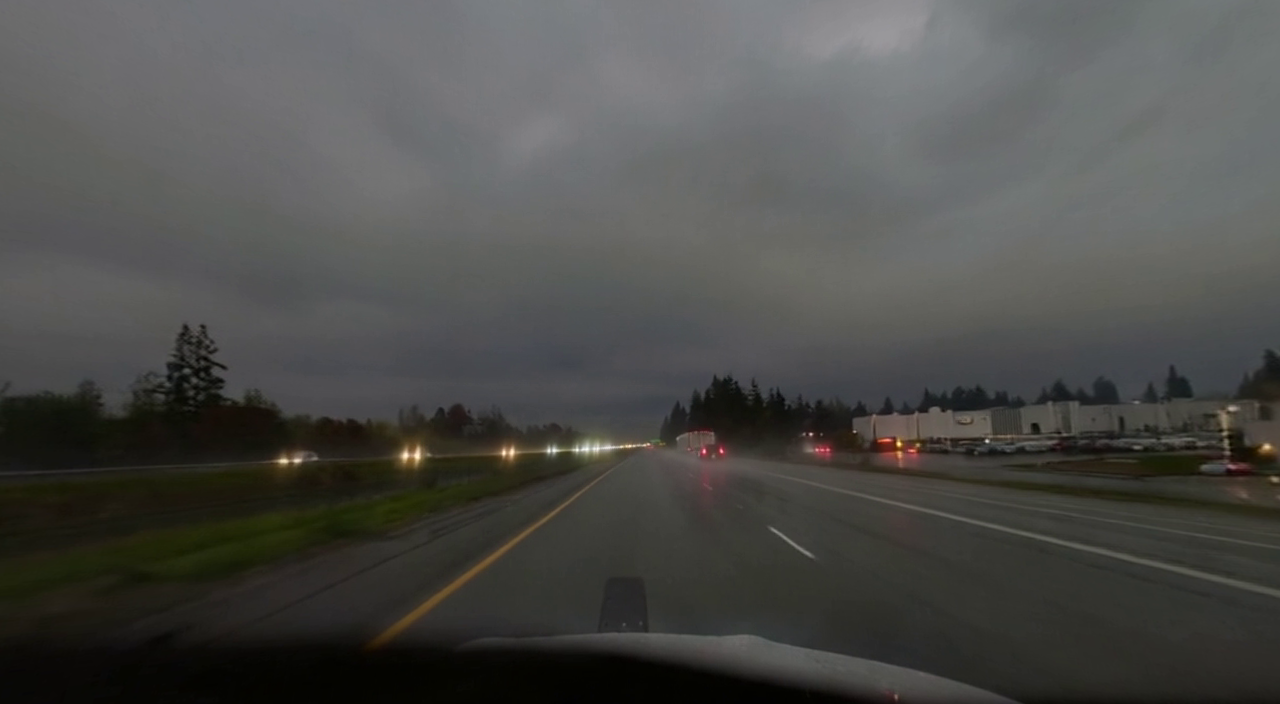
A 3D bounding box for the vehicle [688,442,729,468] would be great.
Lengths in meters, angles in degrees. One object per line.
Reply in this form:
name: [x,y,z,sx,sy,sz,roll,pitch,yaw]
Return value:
vehicle: [4.207,6.381,39.286,2.062,1.518,4.026,0,-8,0]
